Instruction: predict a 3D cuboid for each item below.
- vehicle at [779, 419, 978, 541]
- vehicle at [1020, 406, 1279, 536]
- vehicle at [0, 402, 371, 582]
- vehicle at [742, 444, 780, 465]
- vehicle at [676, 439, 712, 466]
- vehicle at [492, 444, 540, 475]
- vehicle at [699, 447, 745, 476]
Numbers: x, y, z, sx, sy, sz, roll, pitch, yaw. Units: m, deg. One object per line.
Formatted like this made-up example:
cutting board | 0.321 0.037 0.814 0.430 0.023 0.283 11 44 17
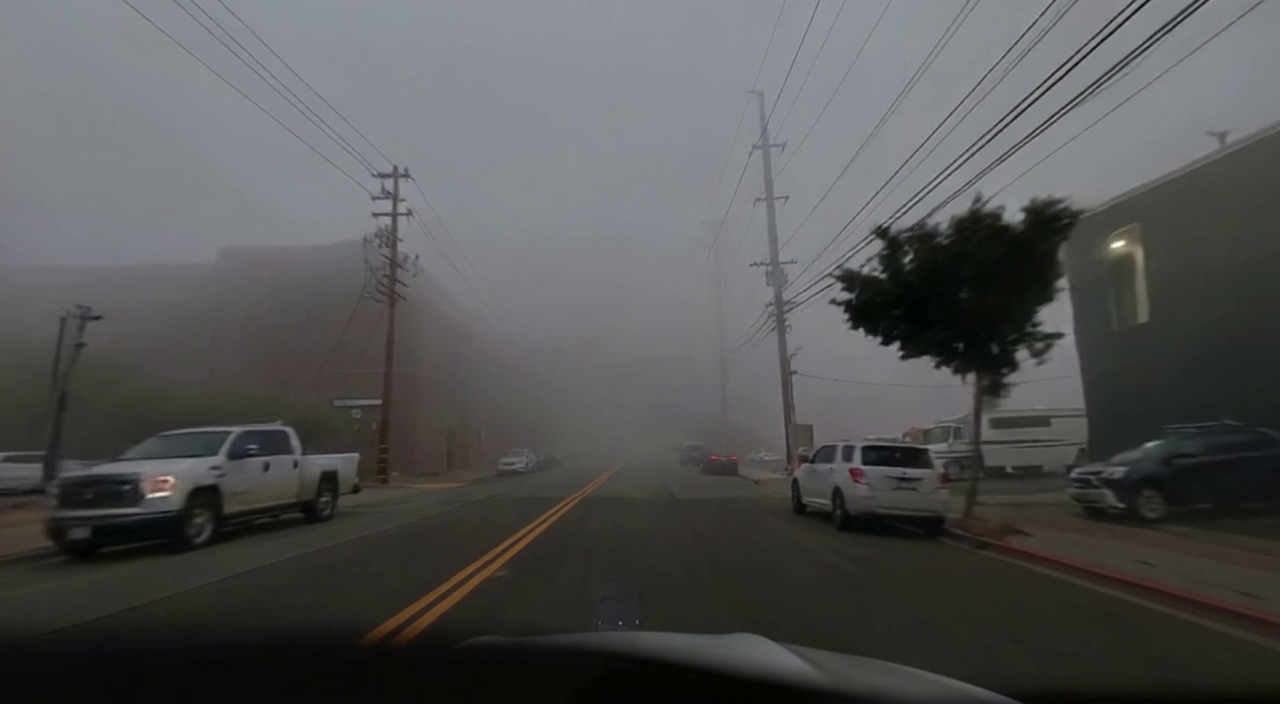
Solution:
vehicle | 4.278 2.360 12.328 2.087 1.892 4.579 0 -8 0
vehicle | 9.722 1.953 10.933 4.825 1.878 2.050 -3 -8 0
vehicle | -7.567 2.221 11.291 2.692 2.152 6.686 -2 -8 -1
vehicle | 8.987 7.676 47.265 1.798 1.370 4.191 -2 -9 -3
vehicle | 4.082 7.728 48.777 2.218 1.956 5.916 0 -8 -1
vehicle | -7.595 6.632 39.189 2.194 1.775 4.482 0 -8 -1
vehicle | 4.442 5.954 34.750 1.919 1.453 4.425 0 -8 0
